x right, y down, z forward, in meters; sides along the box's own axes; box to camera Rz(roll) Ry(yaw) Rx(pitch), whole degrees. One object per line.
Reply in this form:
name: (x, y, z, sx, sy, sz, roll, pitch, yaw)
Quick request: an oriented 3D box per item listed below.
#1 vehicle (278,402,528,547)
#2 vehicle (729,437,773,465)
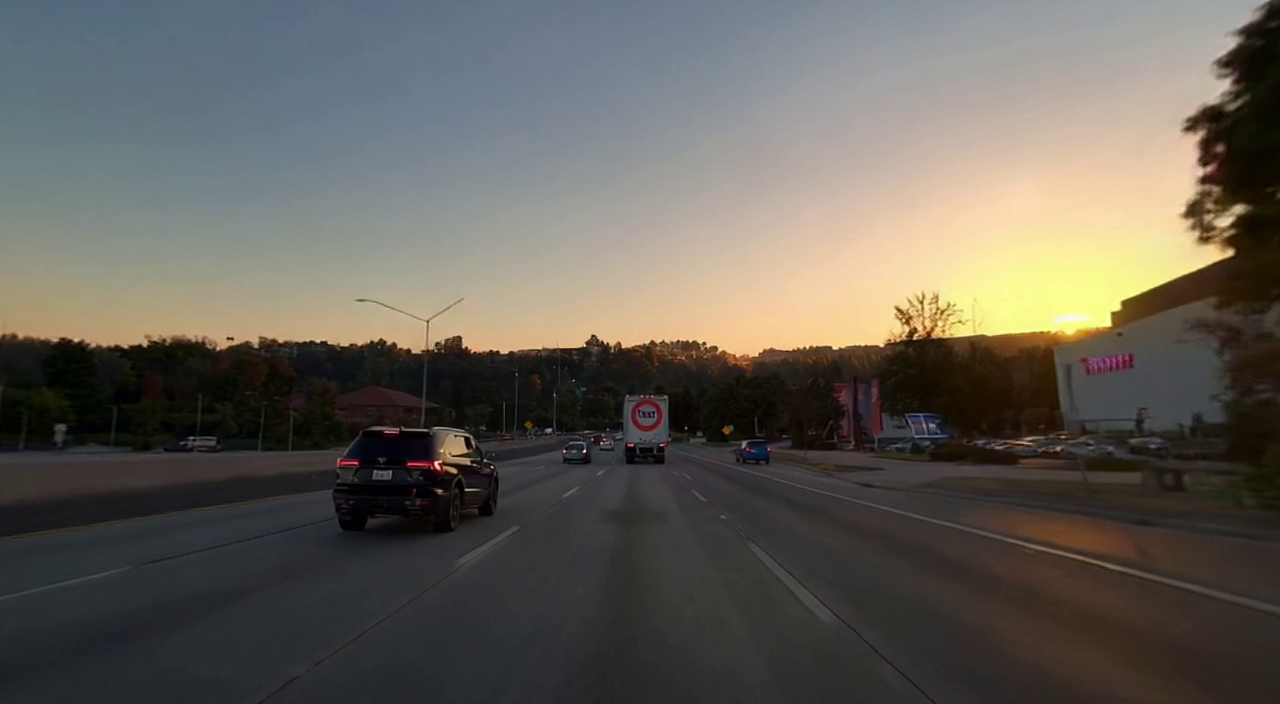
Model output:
vehicle: (-3.457, 1.927, 10.488, 2.178, 1.826, 4.933, 0, -9, 1)
vehicle: (6.897, 6.212, 39.536, 1.958, 1.681, 4.109, 0, -9, -1)
